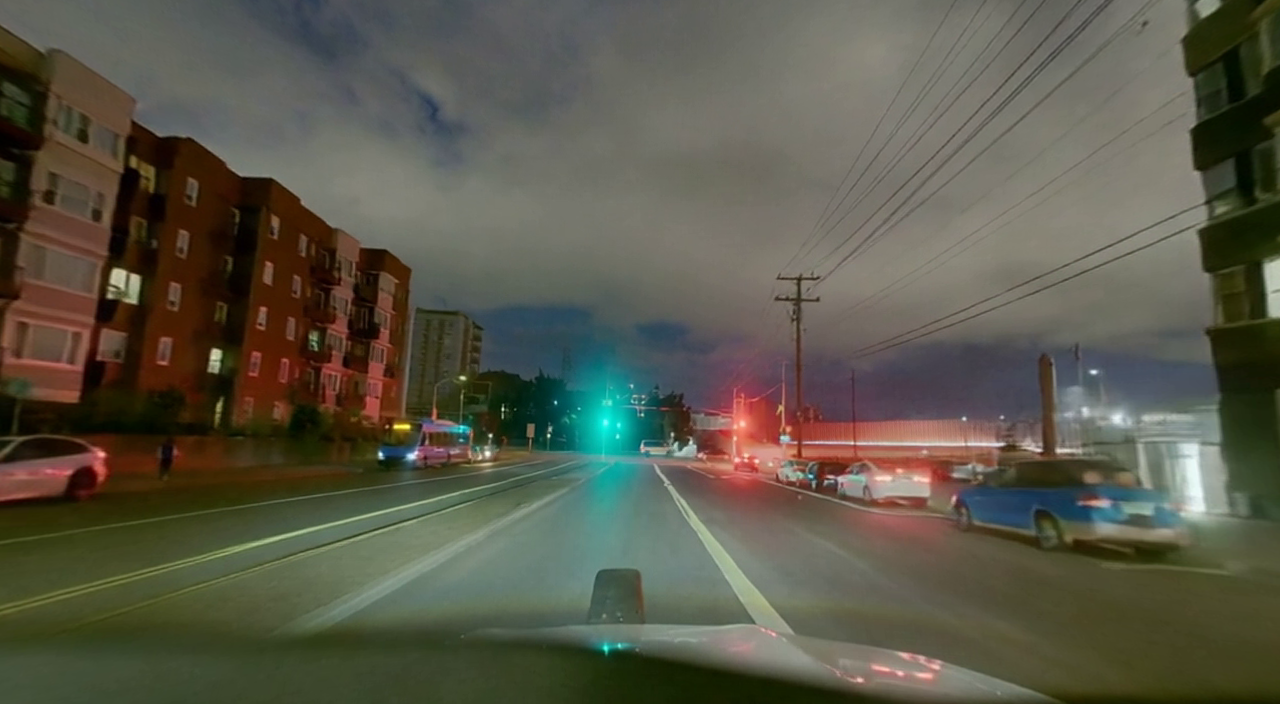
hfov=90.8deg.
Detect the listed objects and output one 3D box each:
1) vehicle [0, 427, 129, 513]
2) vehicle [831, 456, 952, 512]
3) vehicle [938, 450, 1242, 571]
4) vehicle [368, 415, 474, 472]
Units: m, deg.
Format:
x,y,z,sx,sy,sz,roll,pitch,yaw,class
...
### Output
x,y,z,sx,sy,sz,roll,pitch,yaw,class
-14.470,2.618,14.167,2.107,1.771,4.871,0,-9,-3,vehicle
7.862,4.144,20.336,1.997,1.517,4.755,0,-9,1,vehicle
7.759,2.703,11.739,2.143,1.731,4.781,0,-9,1,vehicle
-14.050,6.054,41.745,3.060,3.307,9.997,0,-9,2,vehicle
